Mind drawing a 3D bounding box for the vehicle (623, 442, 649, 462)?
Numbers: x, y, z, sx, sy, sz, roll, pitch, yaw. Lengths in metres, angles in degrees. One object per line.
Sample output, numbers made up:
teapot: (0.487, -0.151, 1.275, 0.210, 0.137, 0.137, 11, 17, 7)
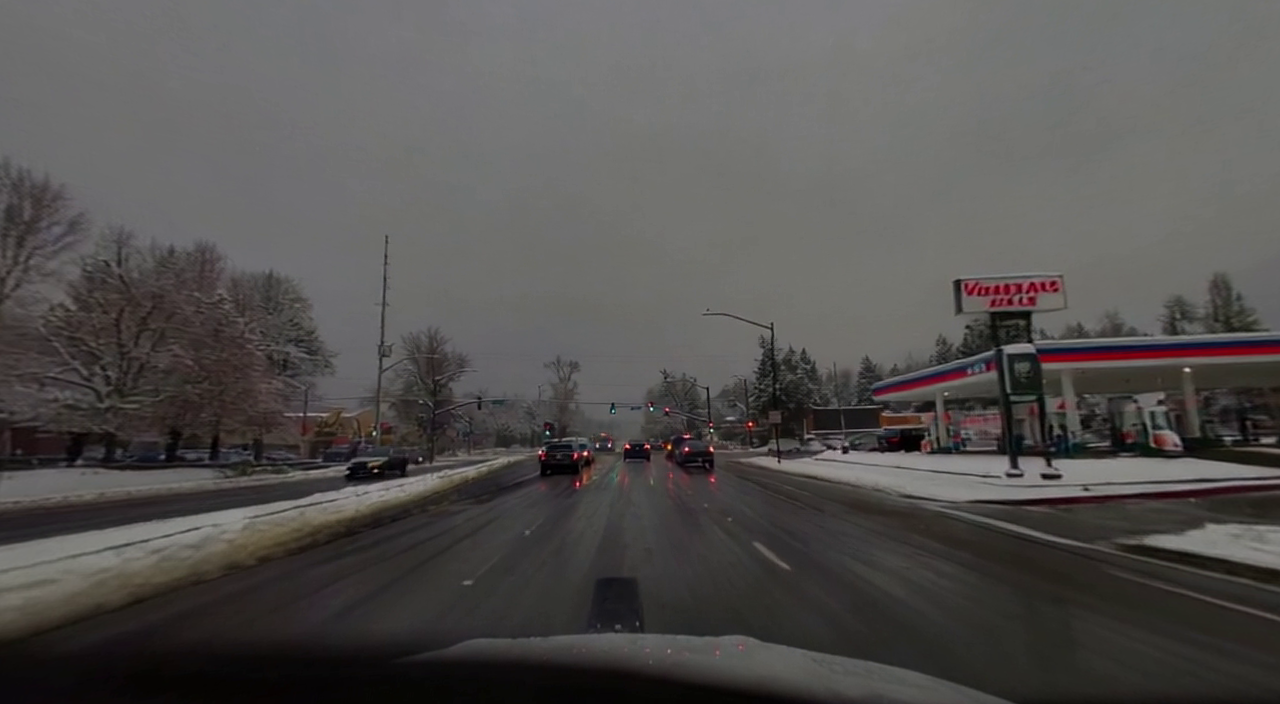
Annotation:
vehicle: (-0.365, 7.892, 49.909, 1.976, 1.509, 3.647, 0, -8, -2)

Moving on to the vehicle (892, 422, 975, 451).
vehicle: (23.032, 6.665, 49.743, 5.314, 2.134, 2.261, 0, -8, 1)

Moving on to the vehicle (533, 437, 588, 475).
vehicle: (-3.739, 5.001, 30.537, 2.040, 1.661, 4.573, 0, -8, 0)

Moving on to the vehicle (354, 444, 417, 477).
vehicle: (-14.790, 6.320, 36.968, 1.891, 1.670, 4.333, -4, -8, 0)
